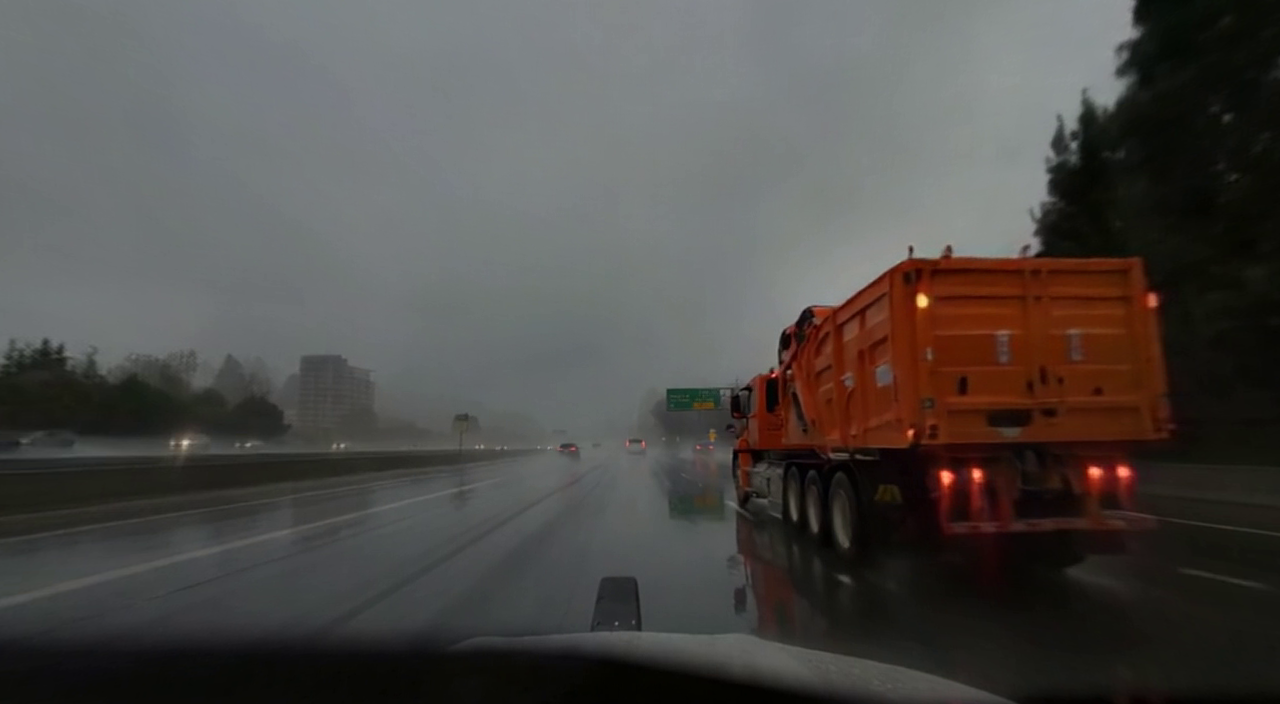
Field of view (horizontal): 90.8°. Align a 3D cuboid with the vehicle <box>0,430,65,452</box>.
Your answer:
[{"bbox_3d":[-44.120,6.388,45.179,1.782,1.493,4.408,0,-9,-1],"label":"vehicle"}]

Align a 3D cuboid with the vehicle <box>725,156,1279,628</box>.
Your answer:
[{"bbox_3d":[3.636,0.992,10.027,2.966,3.586,10.563,0,-9,-1],"label":"vehicle"}]
